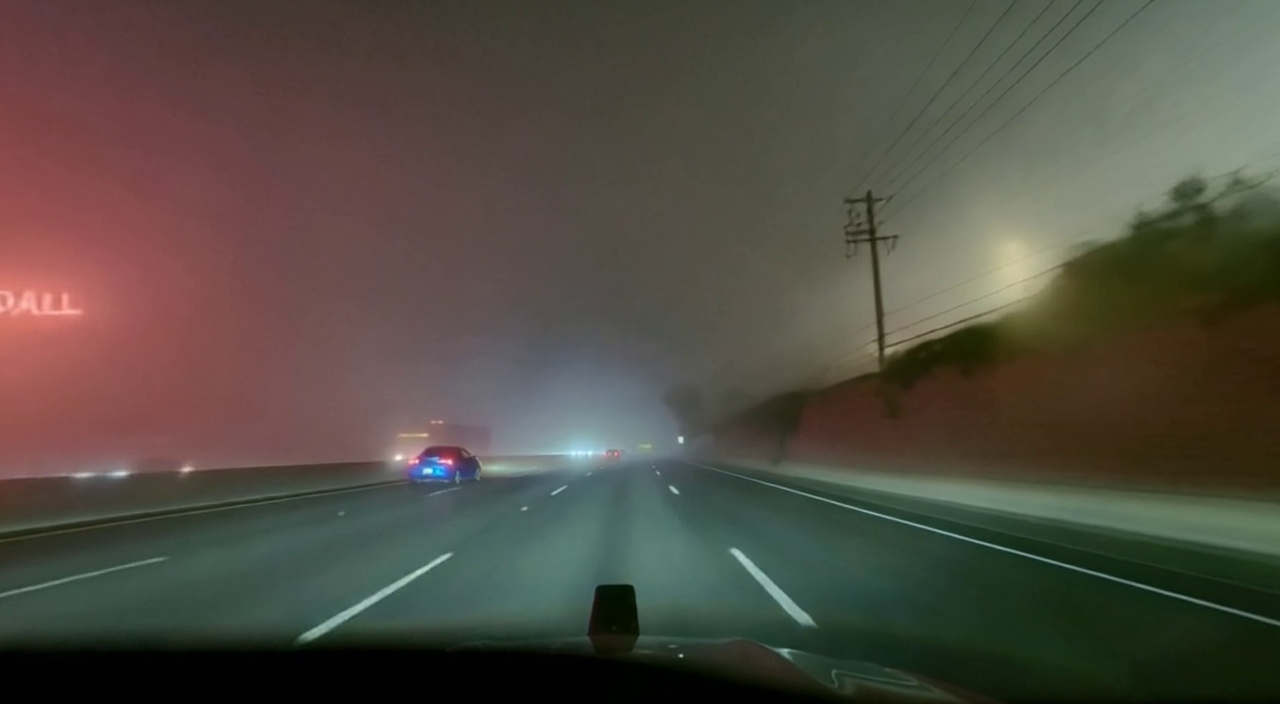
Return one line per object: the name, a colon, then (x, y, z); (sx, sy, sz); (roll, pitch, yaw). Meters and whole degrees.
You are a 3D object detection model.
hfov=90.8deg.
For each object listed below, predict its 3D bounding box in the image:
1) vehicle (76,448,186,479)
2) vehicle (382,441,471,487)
vehicle: (-25.878, 5.671, 32.356); (1.917, 1.431, 4.473); (0, -9, 0)
vehicle: (-7.980, 4.218, 24.046); (2.013, 1.574, 3.923); (0, -9, 0)
